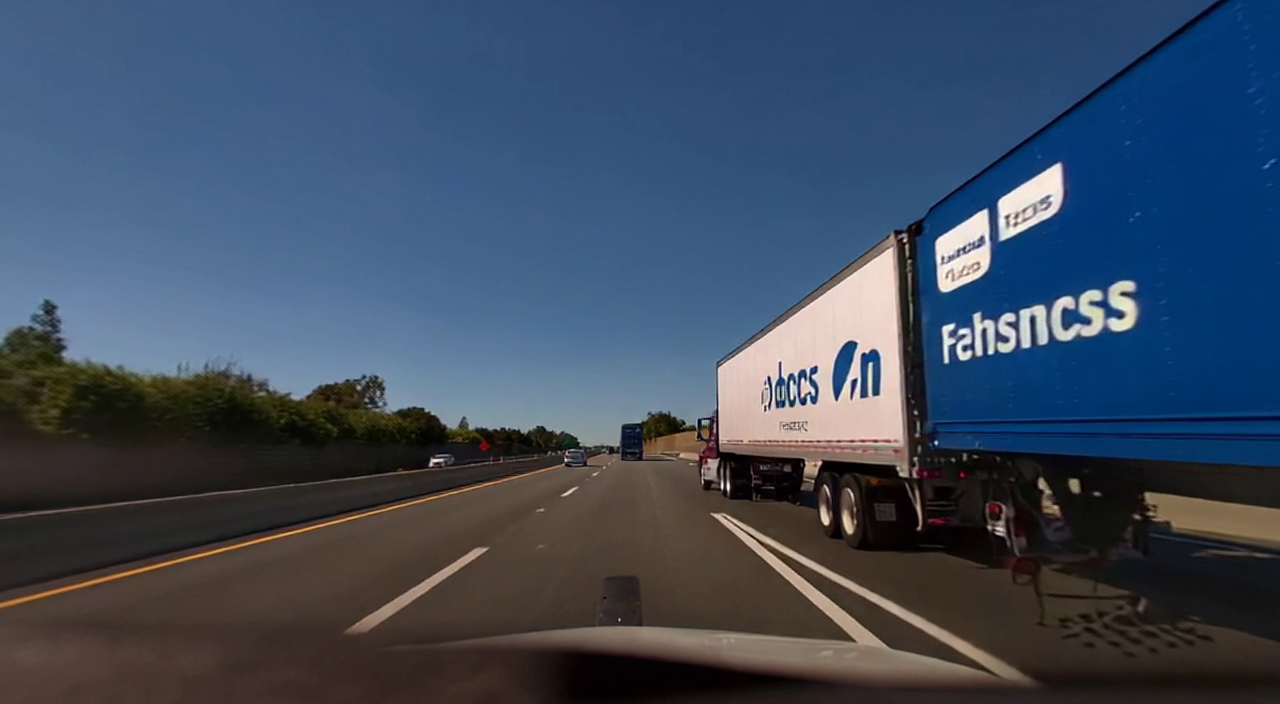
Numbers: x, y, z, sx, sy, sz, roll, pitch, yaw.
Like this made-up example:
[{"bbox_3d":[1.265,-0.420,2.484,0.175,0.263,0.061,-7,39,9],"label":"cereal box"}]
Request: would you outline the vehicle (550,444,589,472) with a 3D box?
[{"bbox_3d":[-4.536,6.903,40.896,2.099,1.651,4.397,0,-9,-1],"label":"vehicle"}]
